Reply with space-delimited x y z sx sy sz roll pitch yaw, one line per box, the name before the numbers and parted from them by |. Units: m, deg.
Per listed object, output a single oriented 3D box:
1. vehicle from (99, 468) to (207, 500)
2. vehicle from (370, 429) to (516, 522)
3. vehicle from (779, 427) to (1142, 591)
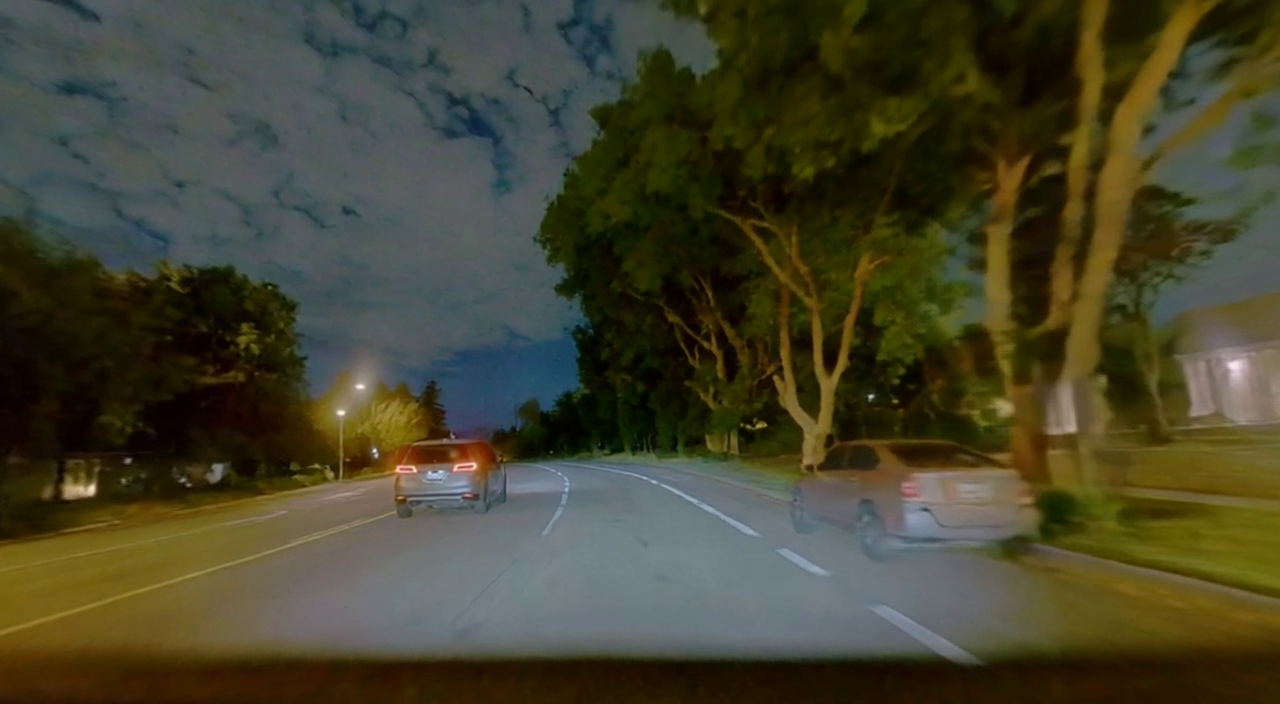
vehicle | -24.366 6.615 31.735 3.892 1.323 1.741 0 -7 -9
vehicle | -4.282 2.743 14.611 2.175 1.772 4.442 0 -8 -4
vehicle | 3.414 1.733 7.949 1.928 1.447 4.386 1 -8 -6
